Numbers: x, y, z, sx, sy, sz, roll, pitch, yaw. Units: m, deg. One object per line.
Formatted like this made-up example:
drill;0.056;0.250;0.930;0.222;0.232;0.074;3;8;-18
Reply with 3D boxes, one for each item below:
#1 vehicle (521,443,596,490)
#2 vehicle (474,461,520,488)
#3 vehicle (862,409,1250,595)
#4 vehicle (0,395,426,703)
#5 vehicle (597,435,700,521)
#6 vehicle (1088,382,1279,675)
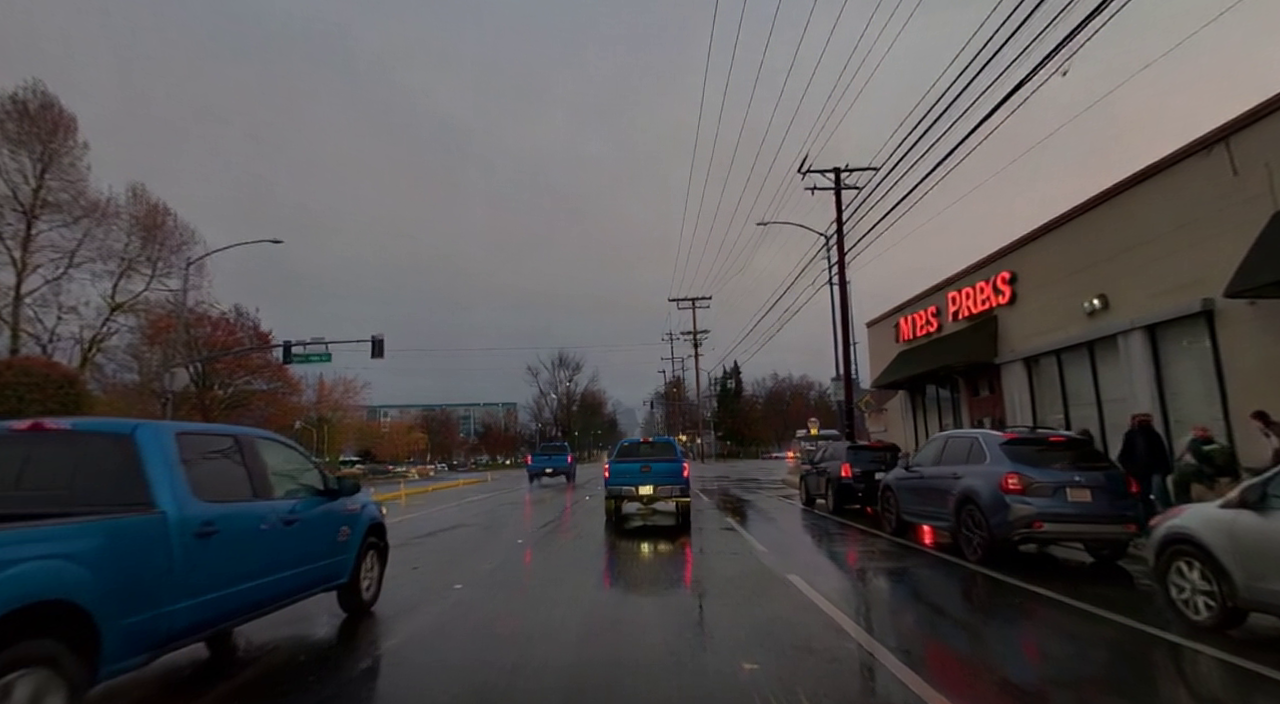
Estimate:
vehicle;-3.355;4.844;27.074;2.140;1.768;5.092;0;-9;4
vehicle;-9.132;7.867;40.567;1.918;1.522;4.486;0;-9;1
vehicle;4.924;1.832;8.638;2.007;1.786;4.870;0;-9;0
vehicle;-3.159;1.158;3.695;1.995;1.554;4.618;0;-9;3
vehicle;0.300;2.896;15.111;2.089;1.699;4.650;0;-9;3
vehicle;4.891;0.963;3.087;2.014;1.755;4.520;0;-9;0
